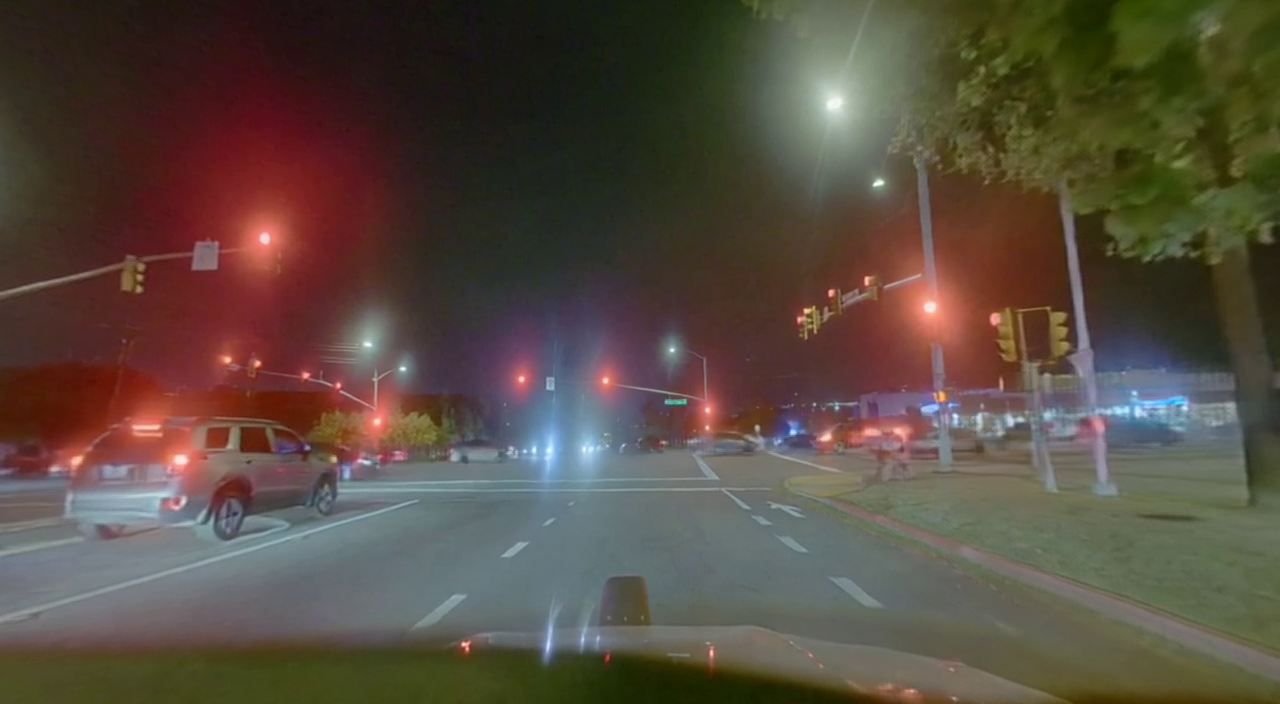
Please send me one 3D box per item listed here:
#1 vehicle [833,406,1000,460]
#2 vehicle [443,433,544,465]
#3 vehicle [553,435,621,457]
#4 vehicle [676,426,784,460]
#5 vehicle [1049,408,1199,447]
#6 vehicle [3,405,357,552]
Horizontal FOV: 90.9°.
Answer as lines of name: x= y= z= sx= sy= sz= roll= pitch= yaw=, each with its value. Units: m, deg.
vehicle: x=9.890 y=2.982 z=22.945 sx=5.084 sy=1.824 sz=2.050 roll=-1 pitch=-9 yaw=5
vehicle: x=-7.409 y=4.954 z=32.090 sx=4.591 sy=1.525 sz=1.836 roll=-1 pitch=-9 yaw=6
vehicle: x=-3.604 y=6.491 z=43.363 sx=4.459 sy=1.477 sz=1.754 roll=-1 pitch=-9 yaw=6
vehicle: x=3.894 y=4.021 z=27.702 sx=4.515 sy=1.422 sz=1.802 roll=-1 pitch=-9 yaw=6
vehicle: x=19.547 y=3.092 z=25.630 sx=4.429 sy=1.489 sz=1.773 roll=-1 pitch=-9 yaw=6
vehicle: x=-6.386 y=1.815 z=9.684 sx=1.785 sy=1.678 sz=4.729 roll=0 pitch=-9 yaw=1
